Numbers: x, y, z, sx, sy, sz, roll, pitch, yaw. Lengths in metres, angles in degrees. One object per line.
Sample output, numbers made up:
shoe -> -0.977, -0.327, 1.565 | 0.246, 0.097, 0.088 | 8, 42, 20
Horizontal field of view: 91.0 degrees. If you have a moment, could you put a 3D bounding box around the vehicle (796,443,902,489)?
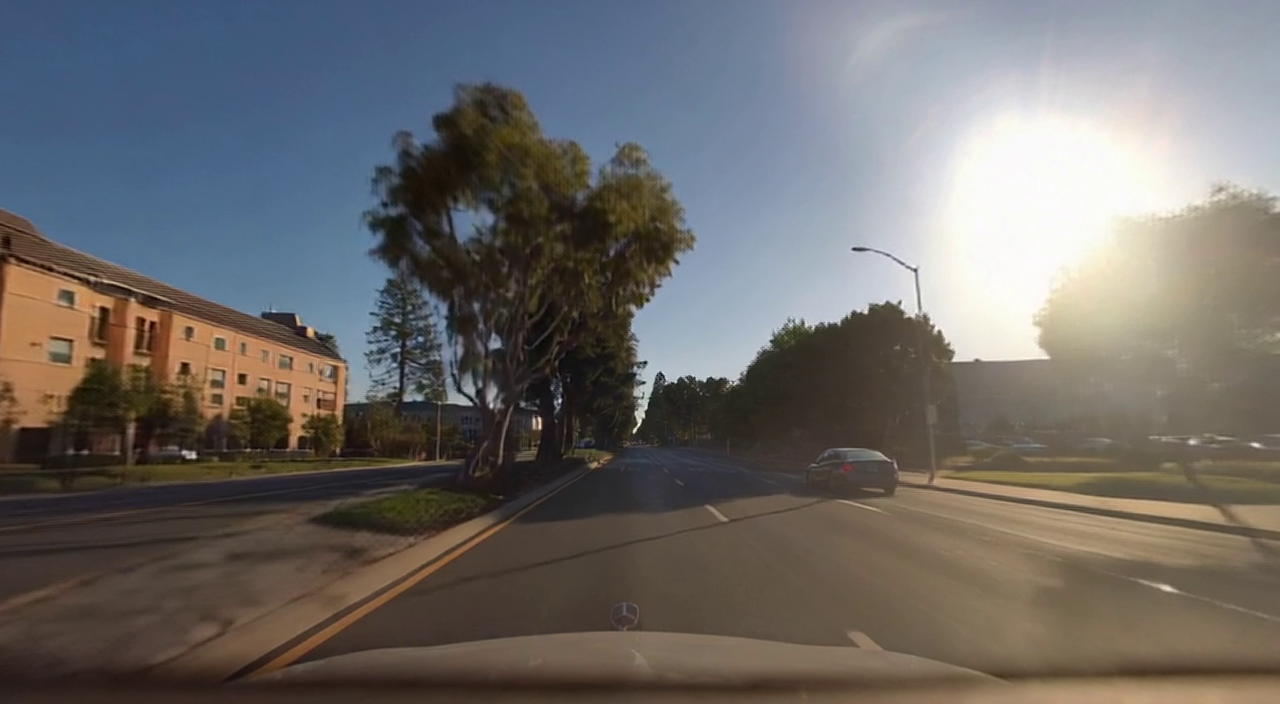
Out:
vehicle -> 7.068, 3.897, 21.871 | 2.054, 1.421, 4.487 | 0, -8, -1

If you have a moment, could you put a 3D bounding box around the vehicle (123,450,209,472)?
vehicle -> -31.827, 7.305, 42.324 | 4.210, 1.442, 1.867 | 0, -8, -1
